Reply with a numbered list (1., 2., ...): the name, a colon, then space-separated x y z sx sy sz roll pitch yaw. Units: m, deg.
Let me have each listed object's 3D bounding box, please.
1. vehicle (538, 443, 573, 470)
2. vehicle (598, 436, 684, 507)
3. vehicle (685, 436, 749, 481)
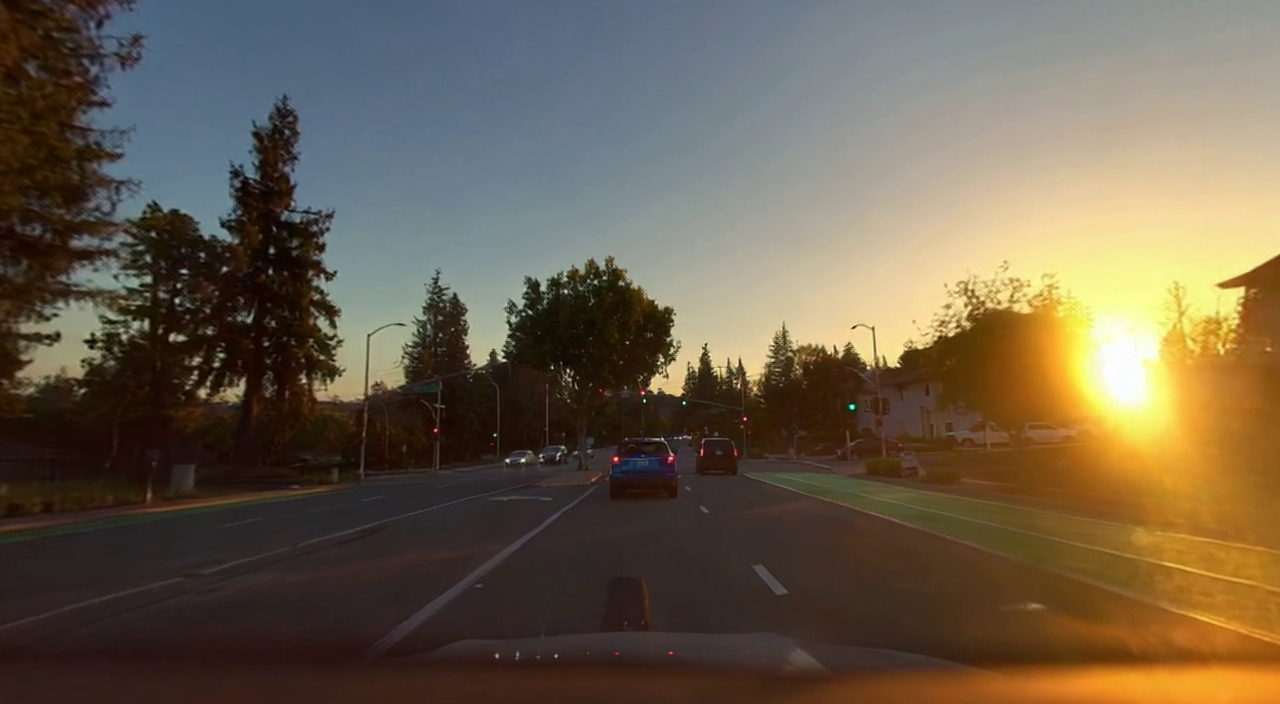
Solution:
1. vehicle: -6.351 7.881 47.851 1.949 1.891 4.439 0 -8 1
2. vehicle: 0.025 3.238 17.528 2.109 1.730 3.963 0 -8 0
3. vehicle: 3.283 4.655 27.783 2.189 1.815 4.495 0 -8 0
